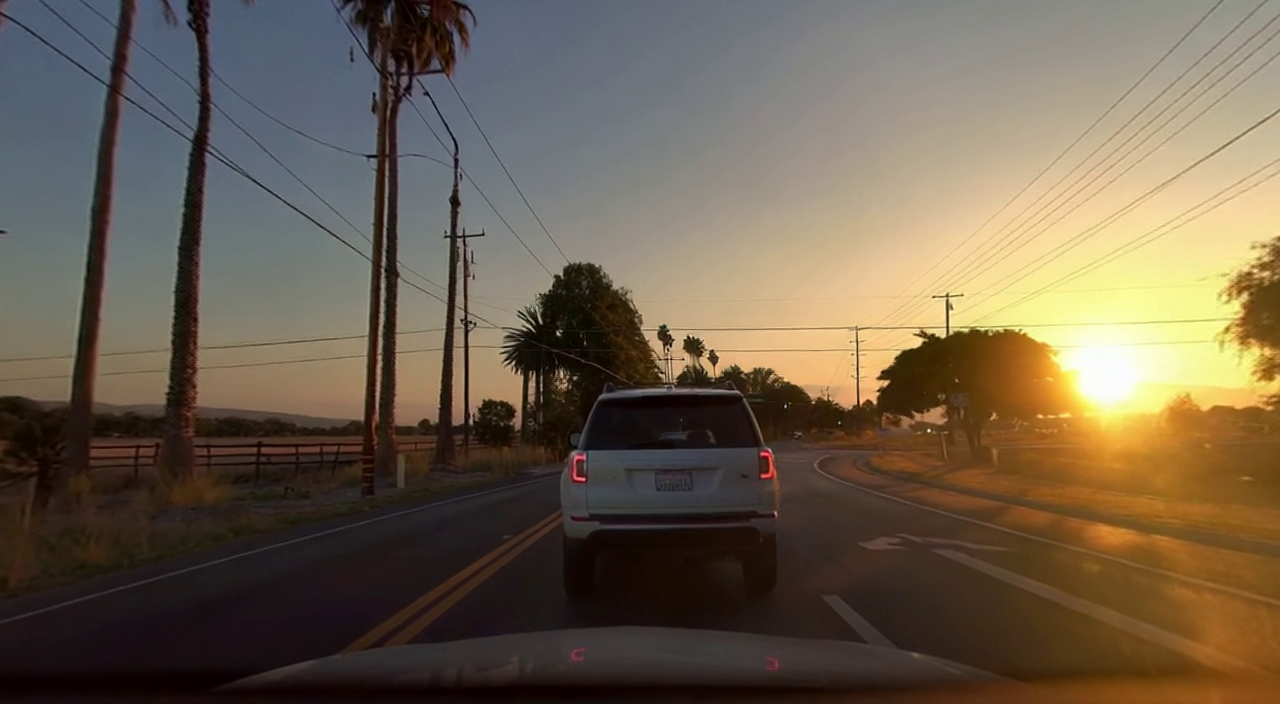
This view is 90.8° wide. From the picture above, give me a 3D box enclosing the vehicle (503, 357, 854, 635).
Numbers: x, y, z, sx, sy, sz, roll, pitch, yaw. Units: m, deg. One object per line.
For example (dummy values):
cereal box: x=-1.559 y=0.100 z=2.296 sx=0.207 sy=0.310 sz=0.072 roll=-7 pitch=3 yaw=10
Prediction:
vehicle: x=0.178 y=1.297 z=6.620 sx=2.364 sy=1.859 sz=4.538 roll=0 pitch=-9 yaw=-2
